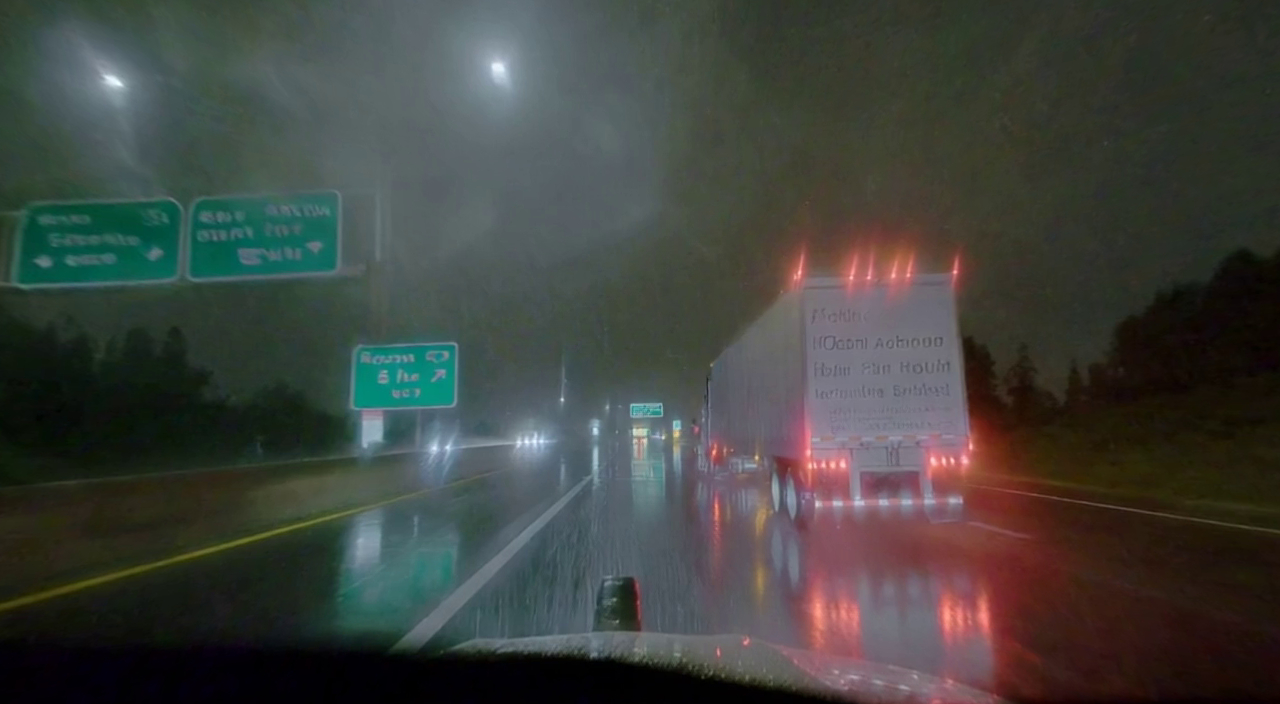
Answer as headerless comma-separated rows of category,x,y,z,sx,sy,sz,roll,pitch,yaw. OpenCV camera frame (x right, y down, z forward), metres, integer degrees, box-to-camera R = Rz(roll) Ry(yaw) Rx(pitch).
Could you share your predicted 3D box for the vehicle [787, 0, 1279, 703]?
vehicle,4.121,-0.276,3.567,3.220,3.912,12.116,0,-8,-2
